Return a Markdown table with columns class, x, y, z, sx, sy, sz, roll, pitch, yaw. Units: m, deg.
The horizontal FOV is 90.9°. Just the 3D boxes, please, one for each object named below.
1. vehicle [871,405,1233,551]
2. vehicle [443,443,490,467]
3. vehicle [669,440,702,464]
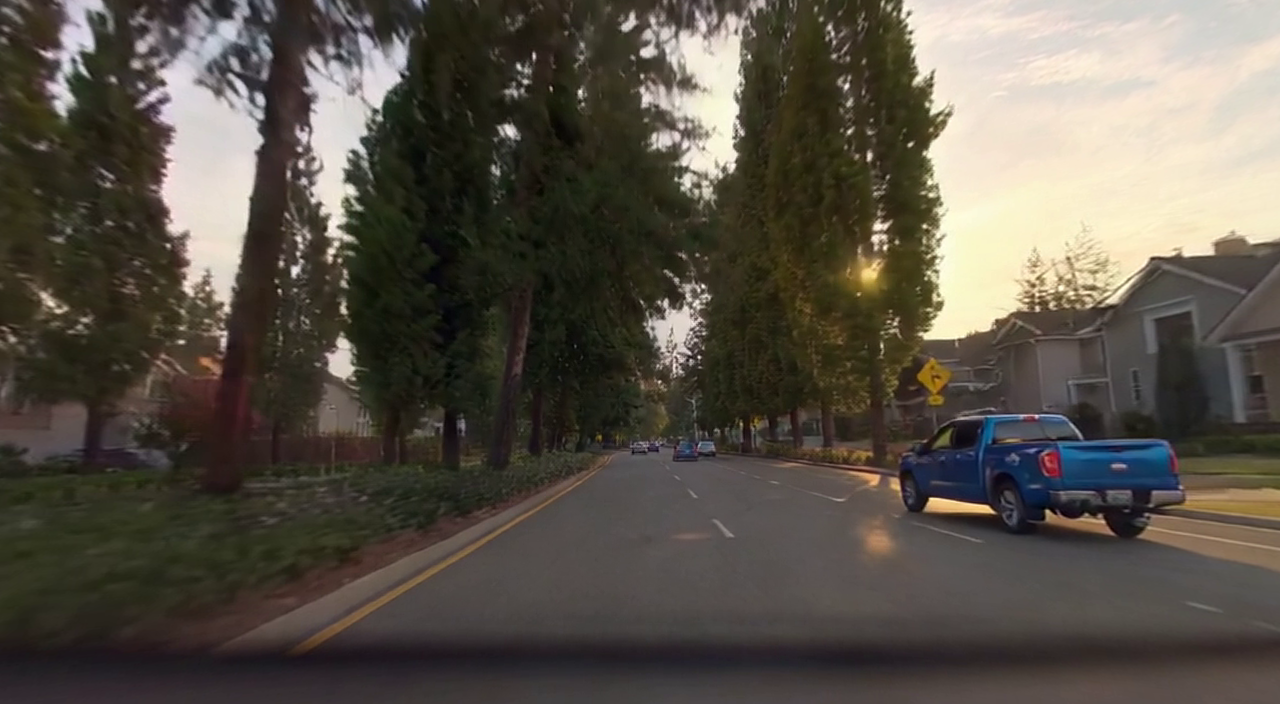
| class | x | y | z | sx | sy | sz | roll | pitch | yaw |
| --- | --- | --- | --- | --- | --- | --- | --- | --- | --- |
| vehicle | 6.103 | 1.961 | 10.616 | 2.262 | 1.769 | 5.666 | 0 | -8 | 0 |
| vehicle | -12.882 | 7.691 | 47.157 | 2.076 | 1.710 | 4.563 | 0 | -8 | 1 |
| vehicle | 3.288 | 7.274 | 46.021 | 2.061 | 1.632 | 4.222 | 0 | -8 | 0 |
